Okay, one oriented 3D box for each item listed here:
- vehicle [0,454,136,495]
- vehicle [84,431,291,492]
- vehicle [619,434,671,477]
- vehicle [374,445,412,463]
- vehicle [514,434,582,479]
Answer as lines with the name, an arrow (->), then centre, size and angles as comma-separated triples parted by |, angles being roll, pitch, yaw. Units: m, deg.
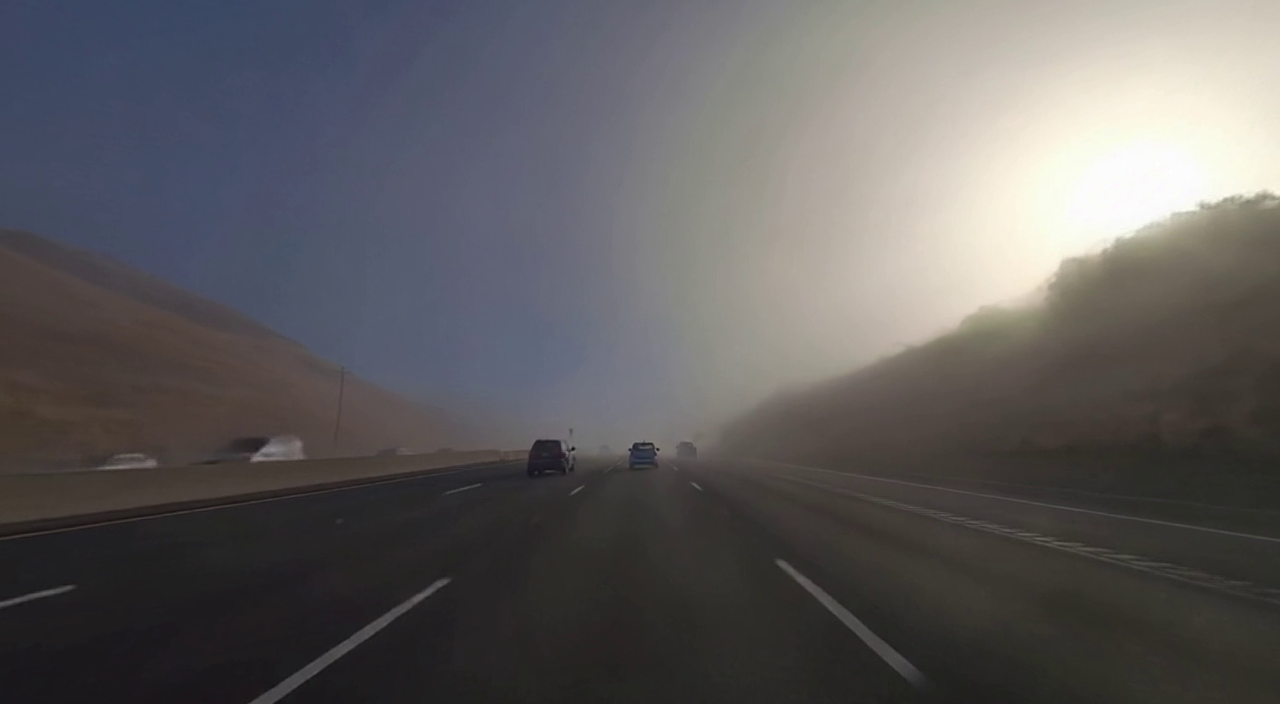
vehicle -> -23.668, 4.927, 25.740 | 2.388, 1.465, 4.513 | 0, -8, 1
vehicle -> -16.149, 3.956, 23.254 | 2.919, 1.917, 6.330 | 0, -8, 0
vehicle -> 0.204, 4.464, 27.395 | 2.086, 1.685, 4.206 | 0, -8, 0
vehicle -> -18.800, 7.760, 48.030 | 1.520, 1.343, 3.294 | 0, -9, 1
vehicle -> -3.694, 4.302, 26.138 | 2.076, 1.690, 4.113 | 0, -8, 1
